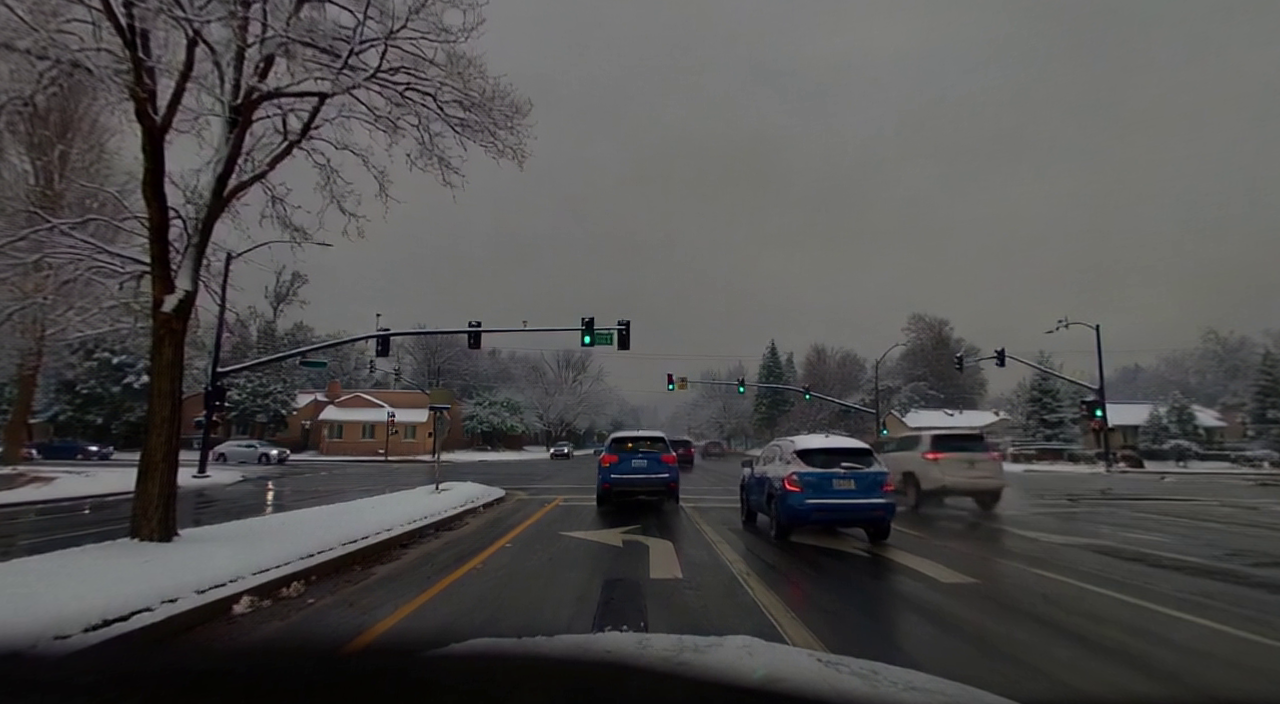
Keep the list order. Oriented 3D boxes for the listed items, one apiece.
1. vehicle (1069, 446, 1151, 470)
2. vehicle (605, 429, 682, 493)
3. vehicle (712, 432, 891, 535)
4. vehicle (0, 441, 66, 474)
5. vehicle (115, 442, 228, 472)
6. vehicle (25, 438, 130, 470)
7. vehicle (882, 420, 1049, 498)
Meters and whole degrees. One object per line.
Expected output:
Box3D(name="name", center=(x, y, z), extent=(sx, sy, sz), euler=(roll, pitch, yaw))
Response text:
Box3D(name="vehicle", center=(33.067, 7.427, 44.419), extent=(4.215, 1.618, 1.949), euler=(0, -8, -2))
Box3D(name="vehicle", center=(0.024, 3.239, 19.087), extent=(2.099, 1.705, 4.020), euler=(0, -8, -2))
Box3D(name="vehicle", center=(2.598, 2.241, 11.407), extent=(2.009, 1.480, 4.423), euler=(0, -8, -1))
Box3D(name="vehicle", center=(-35.037, 5.808, 34.871), extent=(4.465, 1.693, 1.959), euler=(2, -9, -1))
Box3D(name="vehicle", center=(-26.346, 5.921, 35.564), extent=(4.724, 1.630, 1.968), euler=(0, -8, -3))
Box3D(name="vehicle", center=(-36.882, 6.668, 41.432), extent=(4.771, 1.778, 2.032), euler=(3, -8, -3))
Box3D(name="vehicle", center=(9.348, 3.124, 18.790), extent=(2.207, 1.990, 5.173), euler=(0, -8, 0))
